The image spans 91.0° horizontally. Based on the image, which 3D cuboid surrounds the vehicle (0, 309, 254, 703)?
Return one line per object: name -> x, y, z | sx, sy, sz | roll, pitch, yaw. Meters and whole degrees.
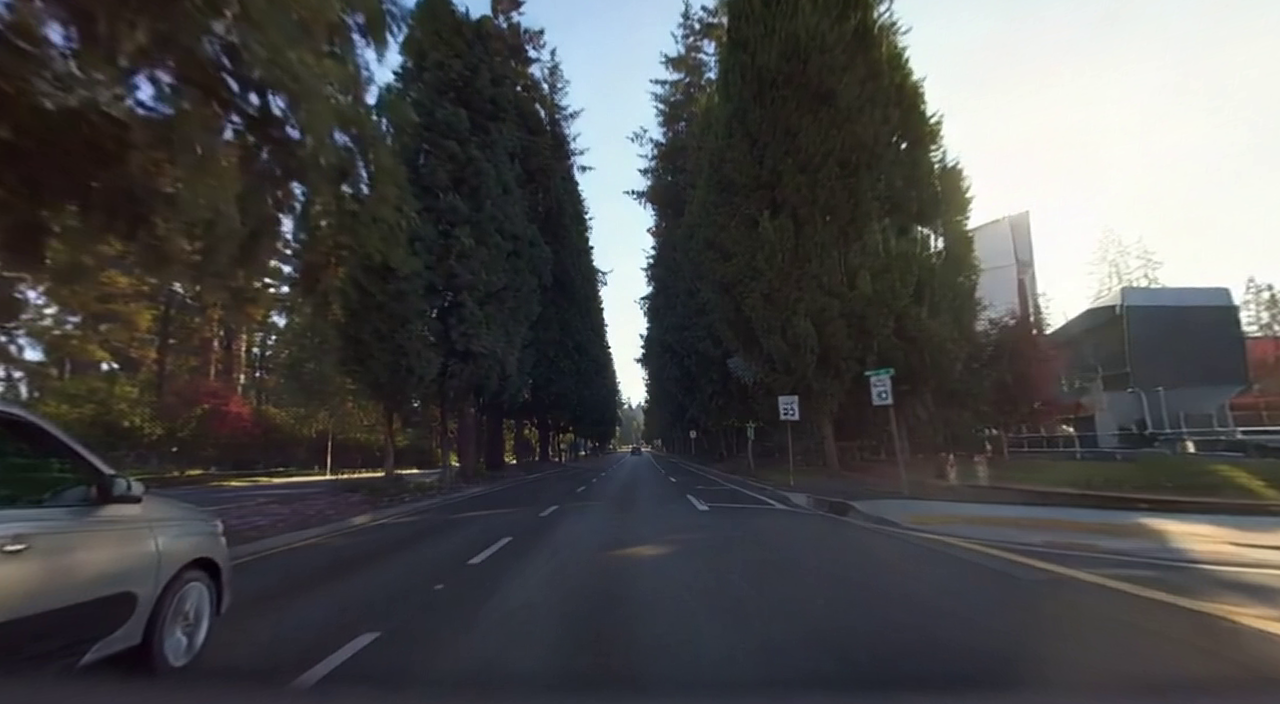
vehicle -> -3.127, 0.577, 0.924 | 2.141, 1.761, 4.742 | 0, -9, -1
